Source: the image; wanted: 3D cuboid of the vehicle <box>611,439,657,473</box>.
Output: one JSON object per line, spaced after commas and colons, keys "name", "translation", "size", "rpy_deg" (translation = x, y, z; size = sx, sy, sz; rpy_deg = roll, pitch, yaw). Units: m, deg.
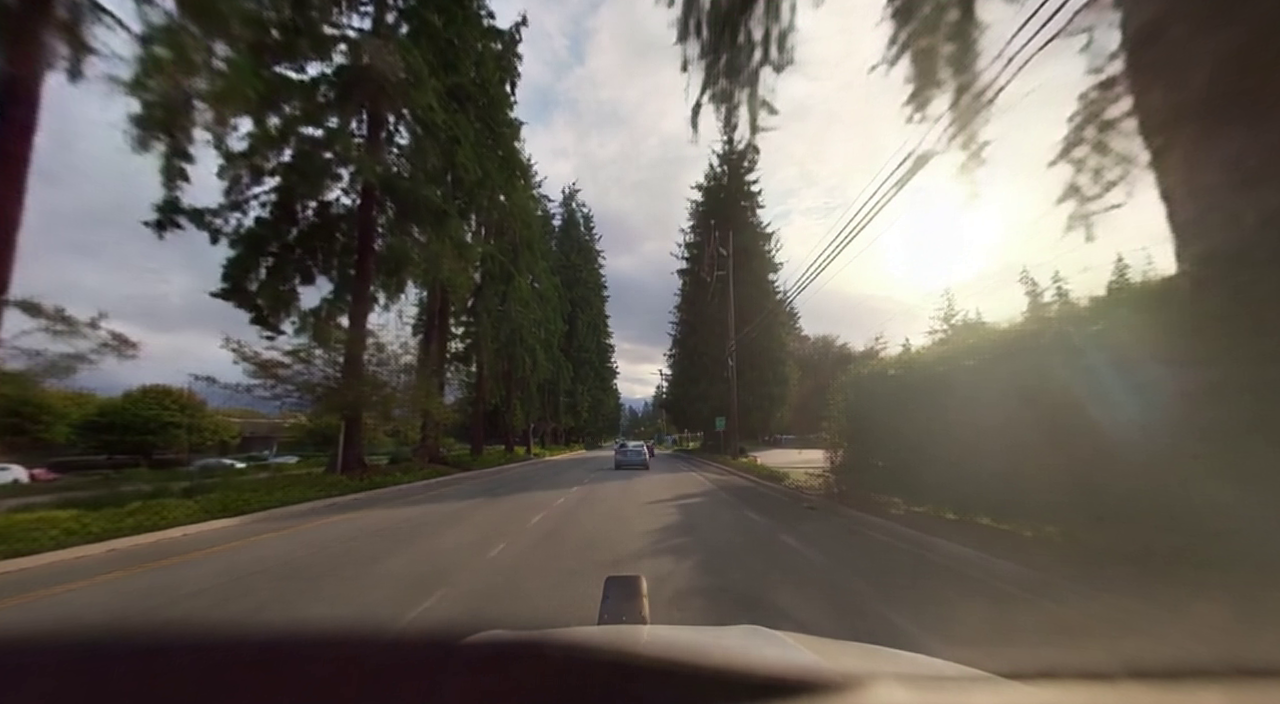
{"name": "vehicle", "translation": [-0.275, 4.875, 29.598], "size": [1.991, 1.463, 3.988], "rpy_deg": [0, -9, 0]}
